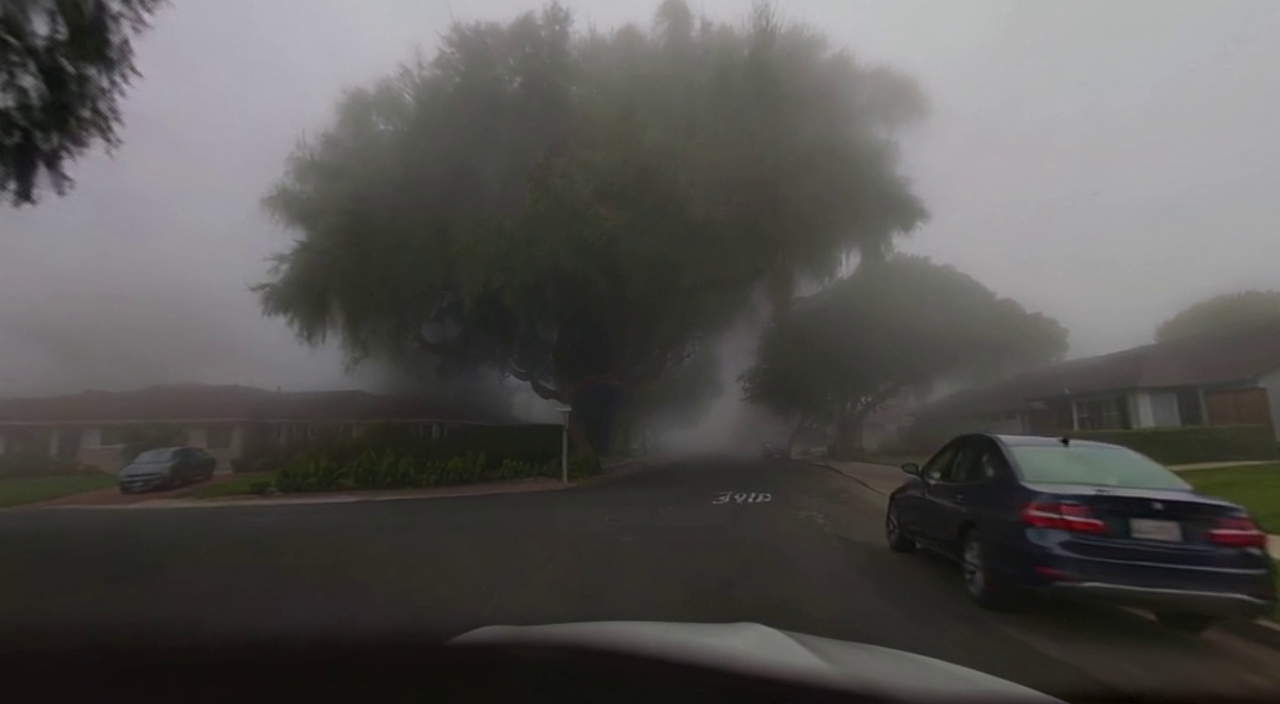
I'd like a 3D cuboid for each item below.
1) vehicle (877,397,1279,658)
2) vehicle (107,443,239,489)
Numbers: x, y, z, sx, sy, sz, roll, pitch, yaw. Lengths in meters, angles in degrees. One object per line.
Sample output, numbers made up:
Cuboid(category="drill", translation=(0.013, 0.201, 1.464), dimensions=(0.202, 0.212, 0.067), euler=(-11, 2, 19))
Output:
Cuboid(category="vehicle", translation=(4.068, 1.509, 6.534), dimensions=(2.053, 1.737, 4.375), euler=(-1, -9, 8))
Cuboid(category="vehicle", translation=(-19.615, 4.775, 26.843), dimensions=(2.021, 1.798, 4.491), euler=(0, -9, 2))
